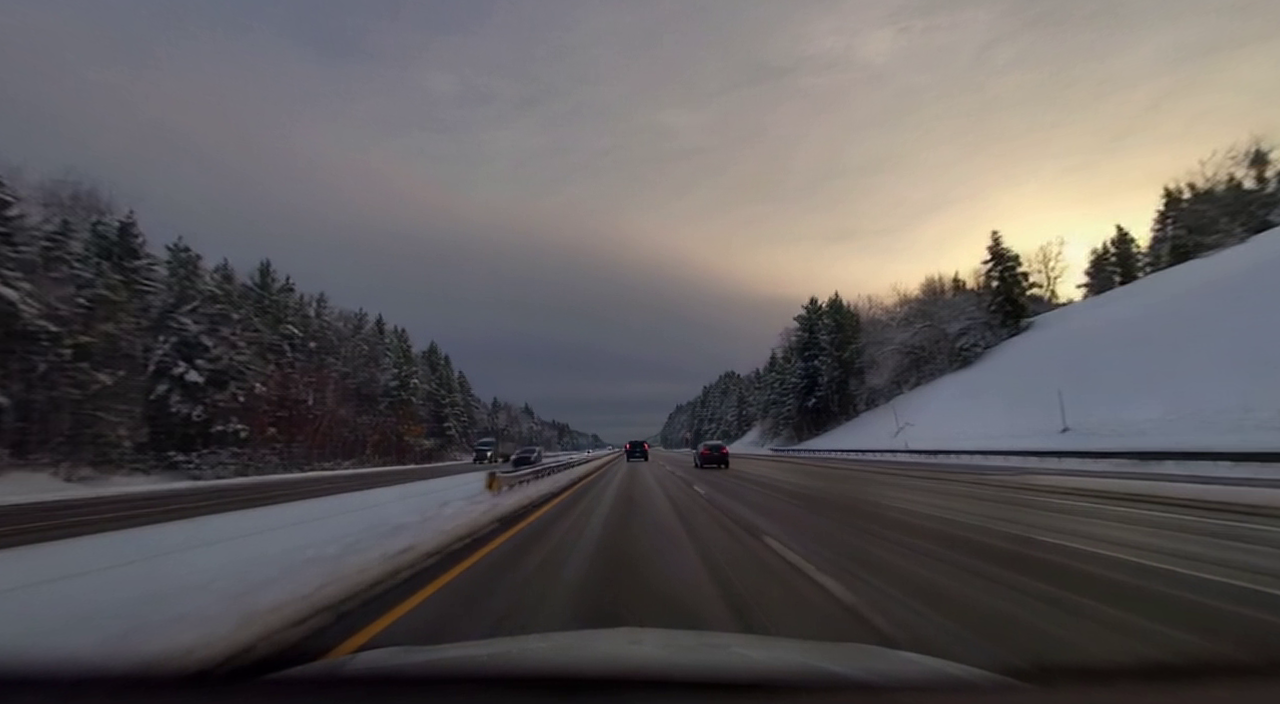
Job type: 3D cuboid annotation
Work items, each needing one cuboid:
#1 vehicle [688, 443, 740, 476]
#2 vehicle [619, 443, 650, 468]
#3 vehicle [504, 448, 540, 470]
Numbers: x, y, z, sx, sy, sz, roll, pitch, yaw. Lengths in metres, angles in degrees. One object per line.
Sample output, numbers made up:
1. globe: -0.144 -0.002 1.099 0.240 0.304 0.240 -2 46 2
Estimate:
1. vehicle: 3.681 5.466 32.045 2.025 1.534 4.179 0 -9 -1
2. vehicle: -0.383 7.381 44.948 2.114 1.706 4.106 0 -9 -1
3. vehicle: -8.998 8.185 48.294 1.945 1.578 4.576 0 -9 0
